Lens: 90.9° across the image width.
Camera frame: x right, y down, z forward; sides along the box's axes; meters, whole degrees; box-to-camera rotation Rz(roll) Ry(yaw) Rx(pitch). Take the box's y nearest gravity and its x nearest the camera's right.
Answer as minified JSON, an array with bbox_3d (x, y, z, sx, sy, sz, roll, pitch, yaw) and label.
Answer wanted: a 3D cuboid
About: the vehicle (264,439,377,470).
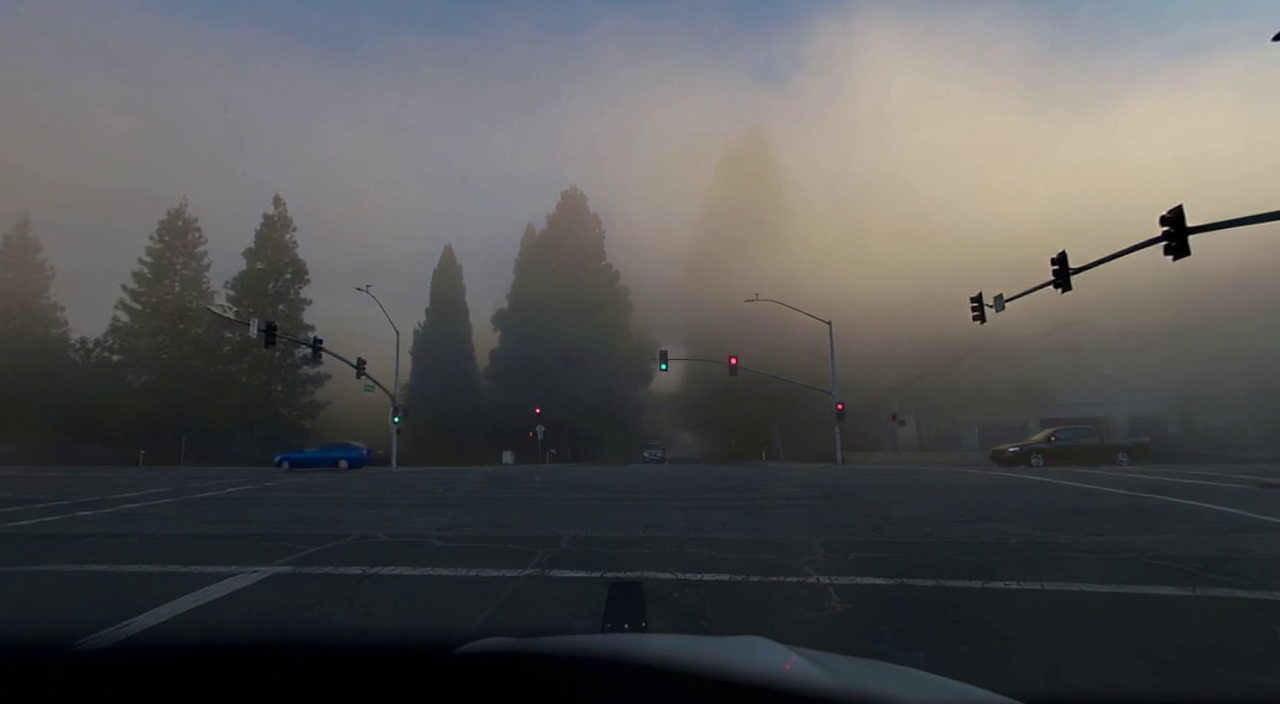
[{"bbox_3d":[-15.973,5.154,31.664,4.681,1.465,1.820,0,-9,1],"label":"vehicle"}]

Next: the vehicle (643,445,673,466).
[{"bbox_3d":[1.280,7.633,46.465,2.132,1.449,4.235,0,-9,0],"label":"vehicle"}]
